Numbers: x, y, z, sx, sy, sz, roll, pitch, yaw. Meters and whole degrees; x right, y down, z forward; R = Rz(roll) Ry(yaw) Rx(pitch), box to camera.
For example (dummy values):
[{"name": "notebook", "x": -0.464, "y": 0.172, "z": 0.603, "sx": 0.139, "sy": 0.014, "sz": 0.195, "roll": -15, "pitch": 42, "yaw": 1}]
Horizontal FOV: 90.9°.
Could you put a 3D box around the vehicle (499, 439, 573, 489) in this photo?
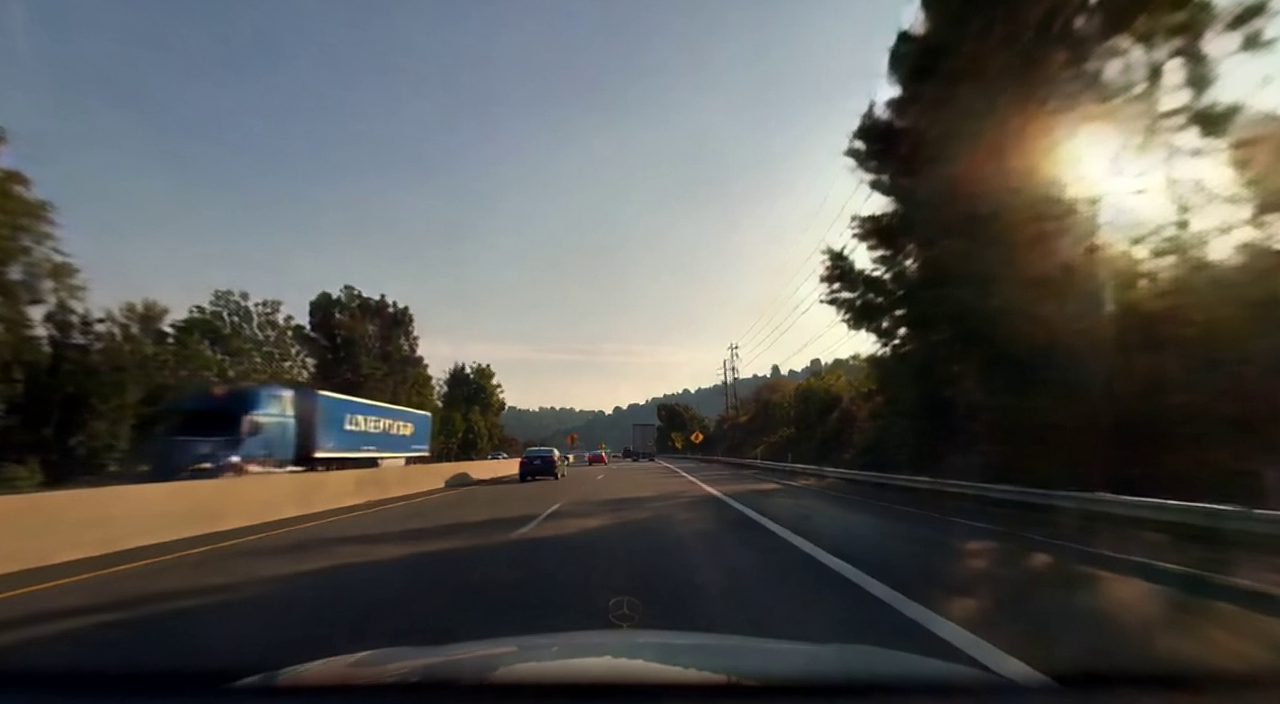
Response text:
[{"name": "vehicle", "x": -3.894, "y": 4.245, "z": 24.256, "sx": 2.111, "sy": 1.735, "sz": 4.066, "roll": 0, "pitch": -9, "yaw": 0}]

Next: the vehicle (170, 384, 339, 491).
[{"name": "vehicle", "x": -16.594, "y": 3.785, "z": 27.800, "sx": 3.536, "sy": 4.173, "sz": 5.865, "roll": 0, "pitch": -9, "yaw": 0}]
